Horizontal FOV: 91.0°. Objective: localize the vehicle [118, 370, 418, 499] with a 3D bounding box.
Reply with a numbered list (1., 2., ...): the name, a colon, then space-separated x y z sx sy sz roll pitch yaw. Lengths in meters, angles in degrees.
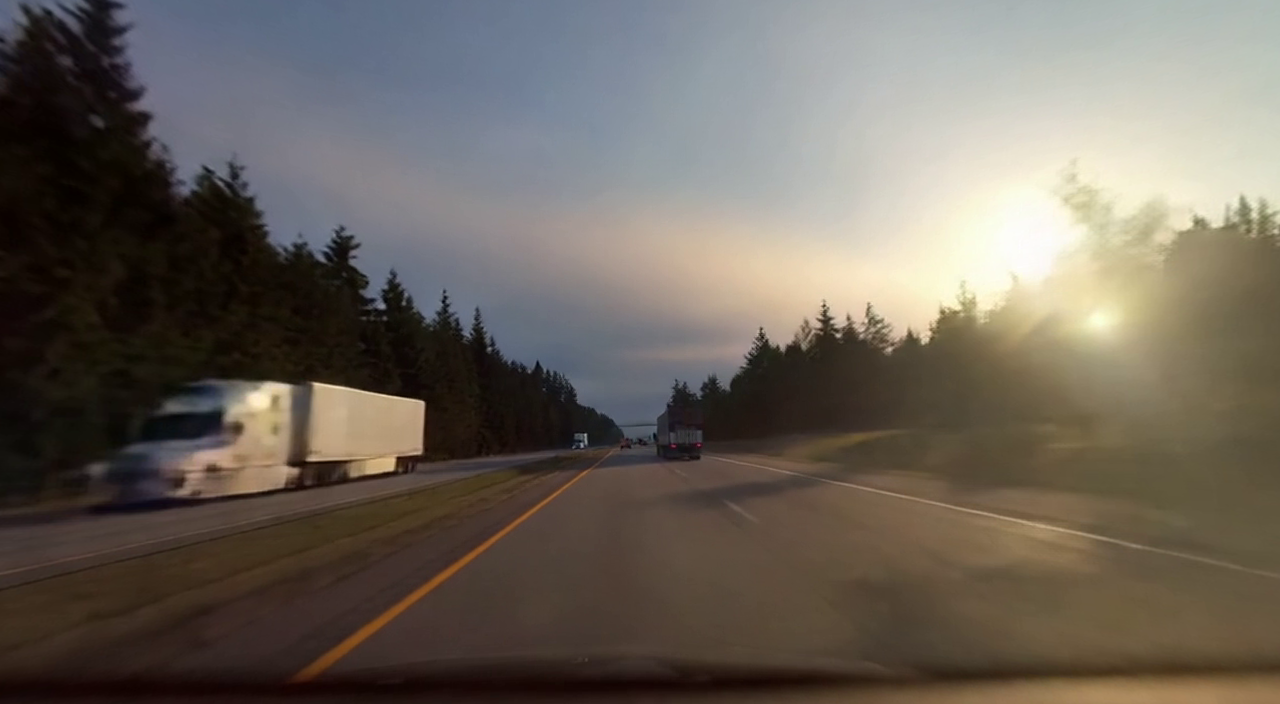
1. vehicle: -14.403 3.701 27.896 3.356 3.915 17.078 0 -8 -1
